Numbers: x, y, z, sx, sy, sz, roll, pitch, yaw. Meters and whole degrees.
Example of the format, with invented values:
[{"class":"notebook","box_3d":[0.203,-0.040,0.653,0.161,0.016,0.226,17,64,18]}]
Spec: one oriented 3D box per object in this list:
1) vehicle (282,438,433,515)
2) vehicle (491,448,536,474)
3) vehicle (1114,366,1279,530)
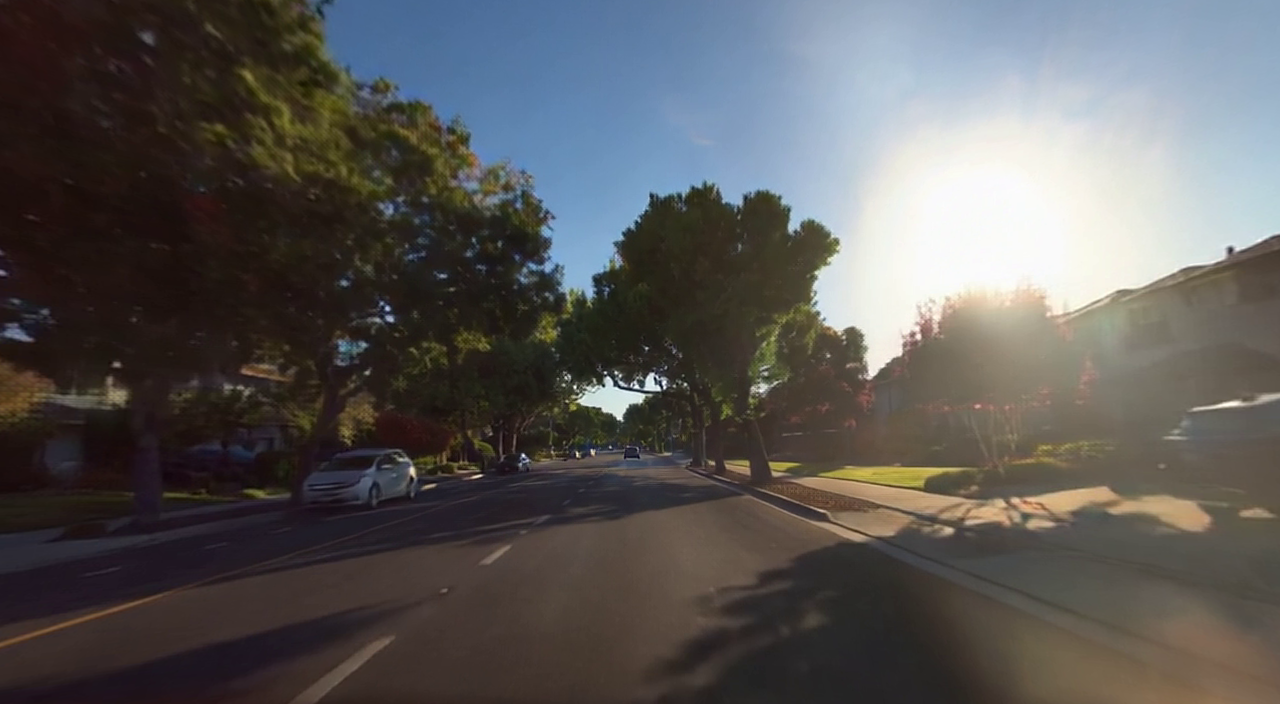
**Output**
[{"class":"vehicle","box_3d":[-7.806,3.422,18.044,2.122,1.739,4.770,-4,-8,0]},{"class":"vehicle","box_3d":[-7.964,6.891,40.146,1.880,1.469,4.221,-4,-9,1]},{"class":"vehicle","box_3d":[8.986,1.119,7.864,4.463,1.754,2.003,-1,-9,0]}]
